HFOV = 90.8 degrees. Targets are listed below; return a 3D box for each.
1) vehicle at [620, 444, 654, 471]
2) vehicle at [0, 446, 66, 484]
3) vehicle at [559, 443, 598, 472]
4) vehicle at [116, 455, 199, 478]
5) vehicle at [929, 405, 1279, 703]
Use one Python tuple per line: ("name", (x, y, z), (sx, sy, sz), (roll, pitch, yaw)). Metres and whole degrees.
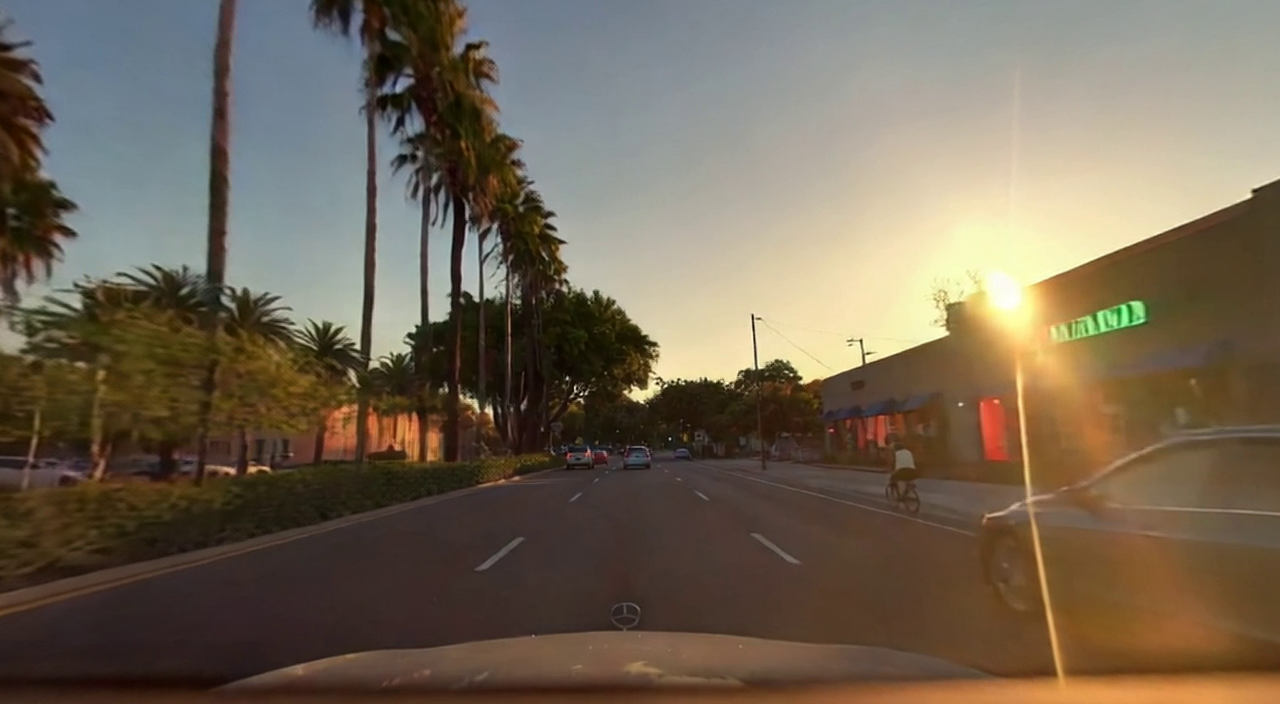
("vehicle", (-0.205, 6.872, 41.265), (2.102, 1.653, 3.698), (0, -9, -1))
("vehicle", (-34.992, 6.197, 34.800), (4.377, 1.951, 2.245), (0, -9, -1))
("vehicle", (-4.000, 6.940, 41.704), (2.071, 1.744, 4.500), (0, -9, 0))
("vehicle", (-34.654, 8.224, 45.464), (4.277, 1.537, 1.942), (0, -9, -3))
("vehicle", (3.638, 1.072, 3.246), (2.090, 1.503, 4.566), (0, -9, -1))
